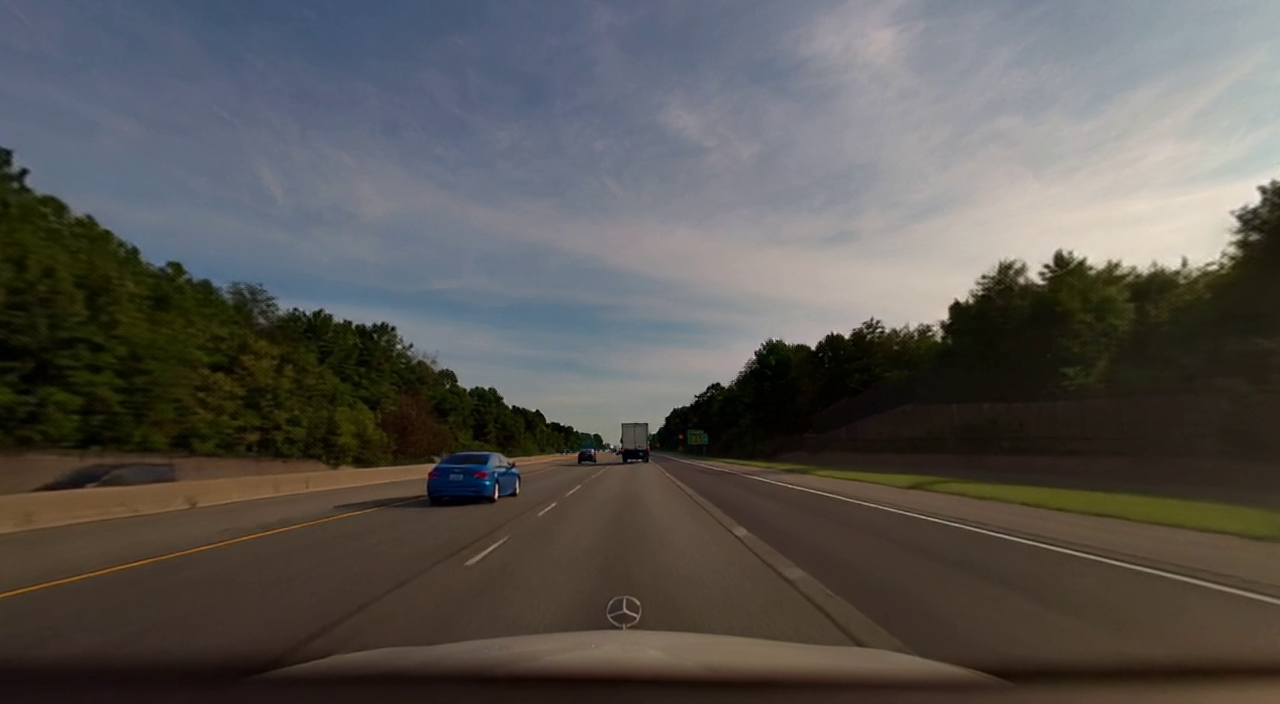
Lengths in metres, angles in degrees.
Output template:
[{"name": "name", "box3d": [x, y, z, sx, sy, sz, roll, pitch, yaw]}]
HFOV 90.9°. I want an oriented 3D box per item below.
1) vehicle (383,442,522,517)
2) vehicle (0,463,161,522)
[{"name": "vehicle", "box3d": [-4.232, 2.933, 15.078, 1.916, 1.506, 4.476, 0, -9, 1]}, {"name": "vehicle", "box3d": [-18.114, 4.433, 20.374, 1.980, 1.580, 3.988, 0, -9, 1]}]
